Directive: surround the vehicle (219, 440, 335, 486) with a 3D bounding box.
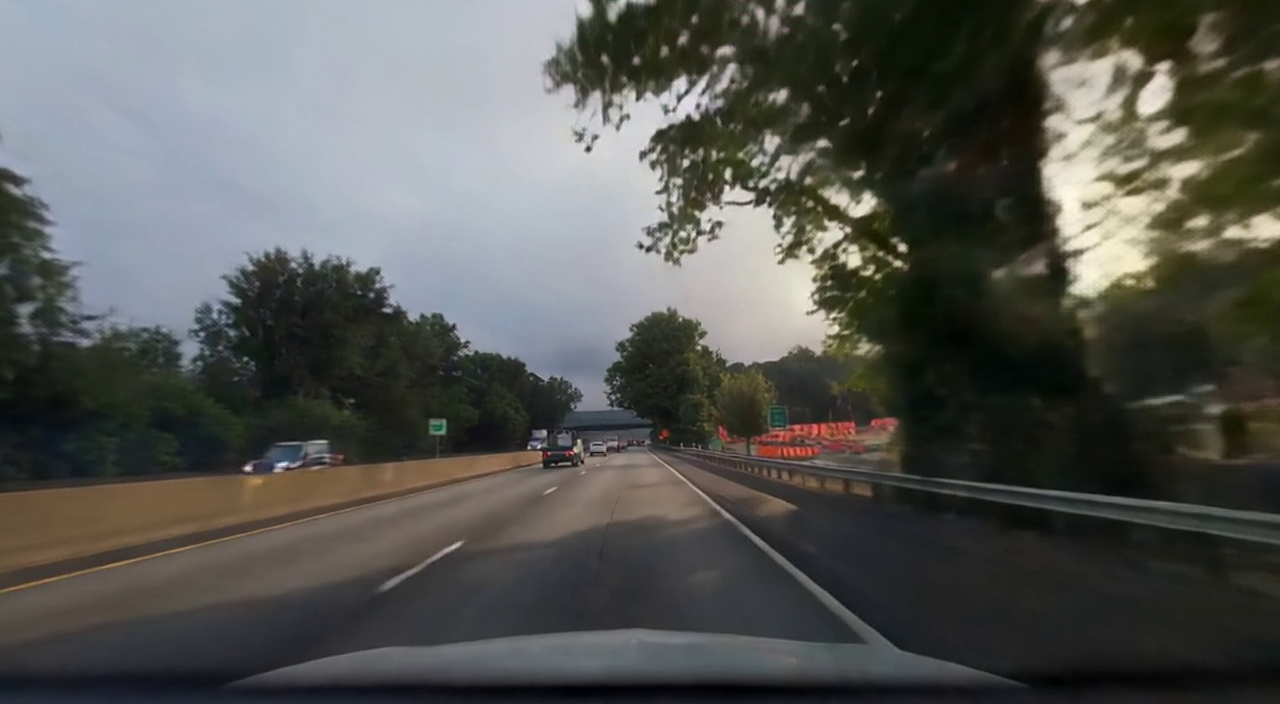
[{"bbox_3d":[-16.977,5.184,29.845,2.242,1.934,5.464,-1,-8,0],"label":"vehicle"}]

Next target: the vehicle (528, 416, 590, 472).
[{"bbox_3d":[-4.077,4.778,32.805,2.484,2.625,5.907,0,-8,0],"label":"vehicle"}]
